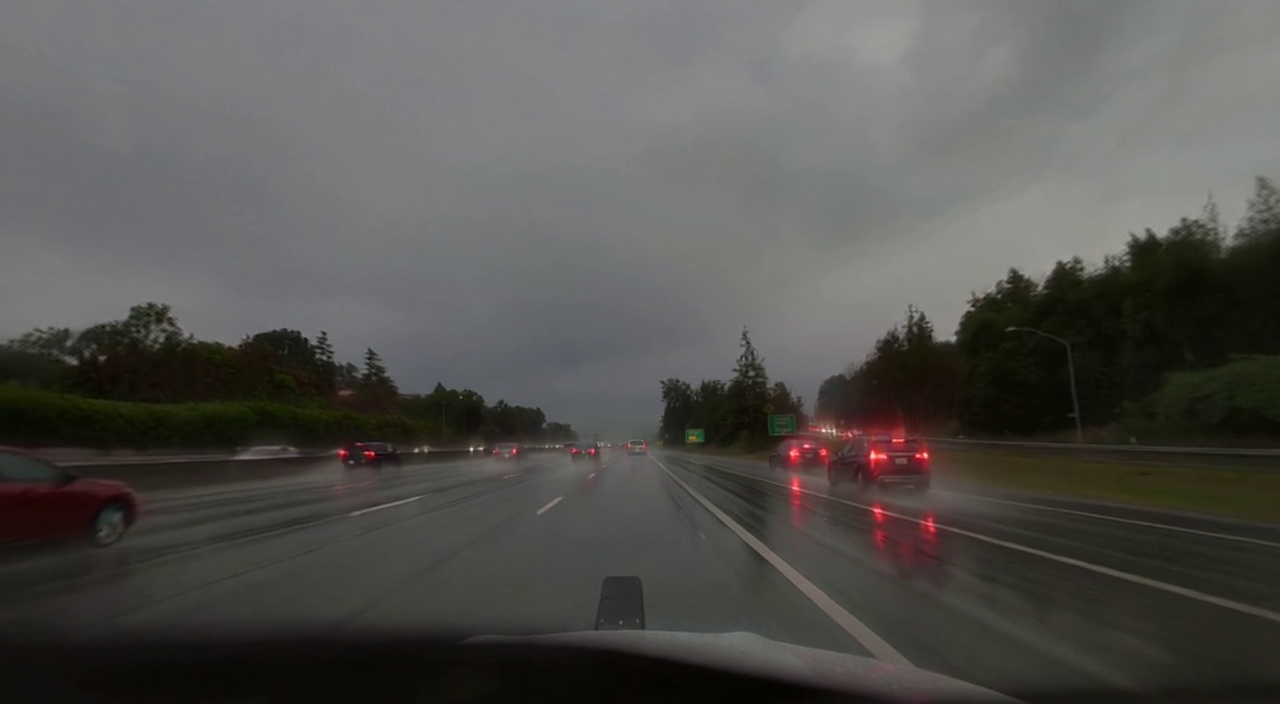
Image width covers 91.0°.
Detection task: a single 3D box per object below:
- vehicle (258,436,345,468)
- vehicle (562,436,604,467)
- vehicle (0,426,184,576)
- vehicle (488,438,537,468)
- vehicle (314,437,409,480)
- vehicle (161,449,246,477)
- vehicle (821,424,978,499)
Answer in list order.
[{"bbox_3d":[-20.881,6.219,39.195,2.209,1.819,5.690,0,-9,1],"label":"vehicle"},{"bbox_3d":[-3.798,6.735,42.859,2.288,1.962,5.119,0,-9,1],"label":"vehicle"},{"bbox_3d":[-7.434,1.498,6.382,2.071,1.486,4.703,0,-9,0],"label":"vehicle"},{"bbox_3d":[-7.867,6.261,39.215,2.087,1.755,4.457,0,-9,0],"label":"vehicle"},{"bbox_3d":[-11.329,4.354,25.988,1.958,1.633,4.302,0,-9,0],"label":"vehicle"},{"bbox_3d":[-24.836,6.313,36.025,1.866,1.490,4.134,0,-9,0],"label":"vehicle"},{"bbox_3d":[7.082,3.050,17.934,2.259,1.816,4.862,0,-9,-2],"label":"vehicle"}]
